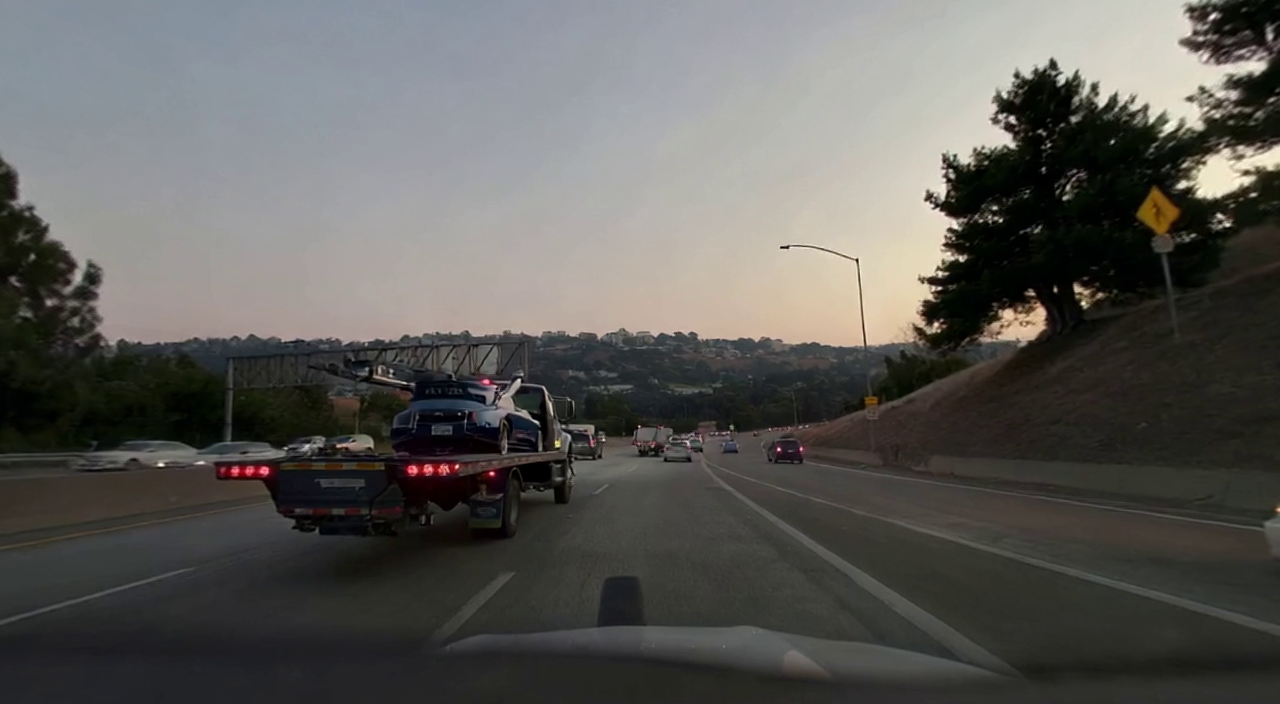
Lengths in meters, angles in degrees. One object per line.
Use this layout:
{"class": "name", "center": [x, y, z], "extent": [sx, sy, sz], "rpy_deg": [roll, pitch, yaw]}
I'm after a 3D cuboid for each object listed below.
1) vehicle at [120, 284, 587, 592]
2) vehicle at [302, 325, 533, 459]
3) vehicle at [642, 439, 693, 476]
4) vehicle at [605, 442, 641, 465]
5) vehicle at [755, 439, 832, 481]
{"class": "vehicle", "center": [-3.170, 1.532, 11.239], "extent": [3.162, 2.955, 10.282], "rpy_deg": [0, -8, 2]}
{"class": "vehicle", "center": [-3.171, 0.837, 10.256], "extent": [1.893, 1.674, 4.766], "rpy_deg": [0, -8, 1]}
{"class": "vehicle", "center": [1.221, 4.591, 27.647], "extent": [2.079, 1.499, 3.915], "rpy_deg": [0, -8, 3]}
{"class": "vehicle", "center": [-1.096, 6.759, 42.216], "extent": [2.016, 1.450, 4.310], "rpy_deg": [-1, -8, 4]}
{"class": "vehicle", "center": [6.378, 4.520, 26.832], "extent": [2.075, 1.614, 4.682], "rpy_deg": [0, -8, 0]}
